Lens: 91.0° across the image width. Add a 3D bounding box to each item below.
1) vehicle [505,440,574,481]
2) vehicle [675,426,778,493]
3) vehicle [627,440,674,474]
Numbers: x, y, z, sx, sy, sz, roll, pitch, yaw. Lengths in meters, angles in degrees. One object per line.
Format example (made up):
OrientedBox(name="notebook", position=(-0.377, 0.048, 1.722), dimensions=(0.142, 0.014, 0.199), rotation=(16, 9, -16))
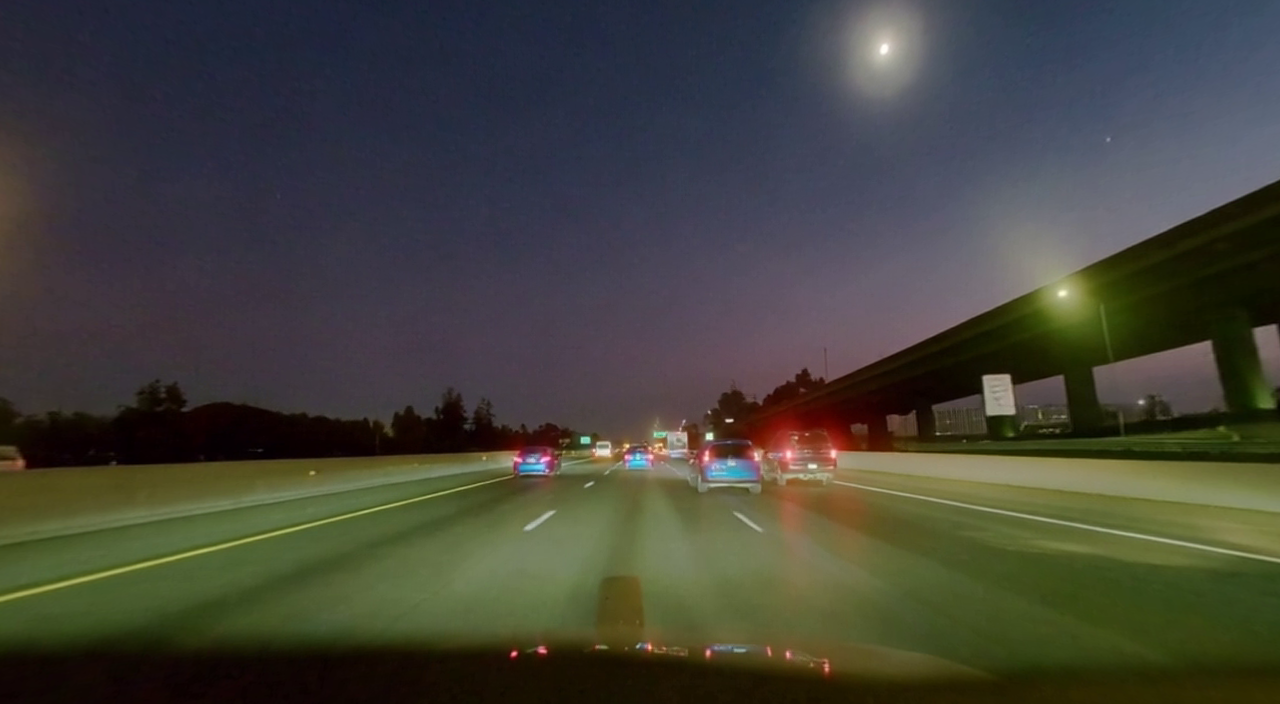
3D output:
OrientedBox(name="vehicle", position=(-3.959, 4.337, 25.531), dimensions=(2.031, 1.491, 4.145), rotation=(0, -8, 1))
OrientedBox(name="vehicle", position=(2.398, 3.144, 18.690), dimensions=(2.202, 1.748, 4.158), rotation=(1, -8, -4))
OrientedBox(name="vehicle", position=(0.490, 4.978, 30.105), dimensions=(2.089, 1.493, 3.964), rotation=(0, -8, 0))
